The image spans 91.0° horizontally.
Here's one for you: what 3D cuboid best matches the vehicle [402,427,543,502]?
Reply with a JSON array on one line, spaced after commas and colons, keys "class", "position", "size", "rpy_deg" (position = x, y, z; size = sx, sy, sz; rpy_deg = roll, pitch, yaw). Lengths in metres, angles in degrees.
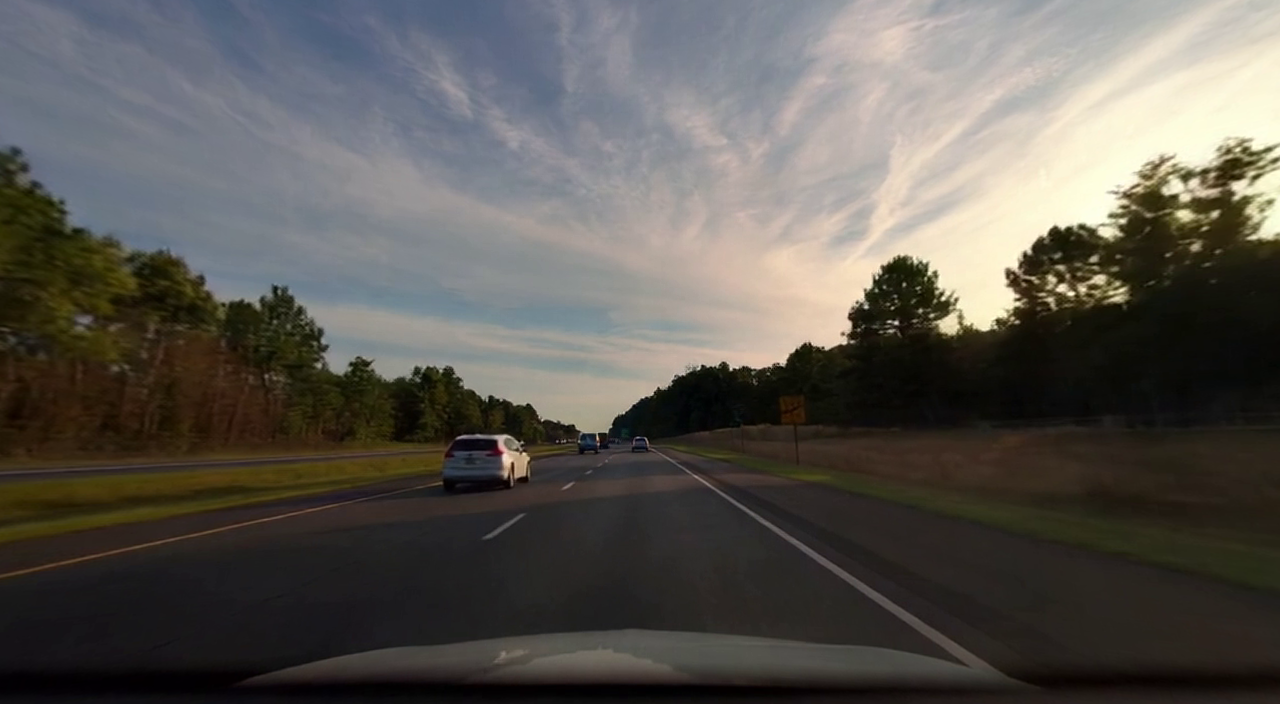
[{"class": "vehicle", "position": [-3.907, 2.717, 15.663], "size": [2.190, 1.571, 4.643], "rpy_deg": [0, -8, 1]}]
